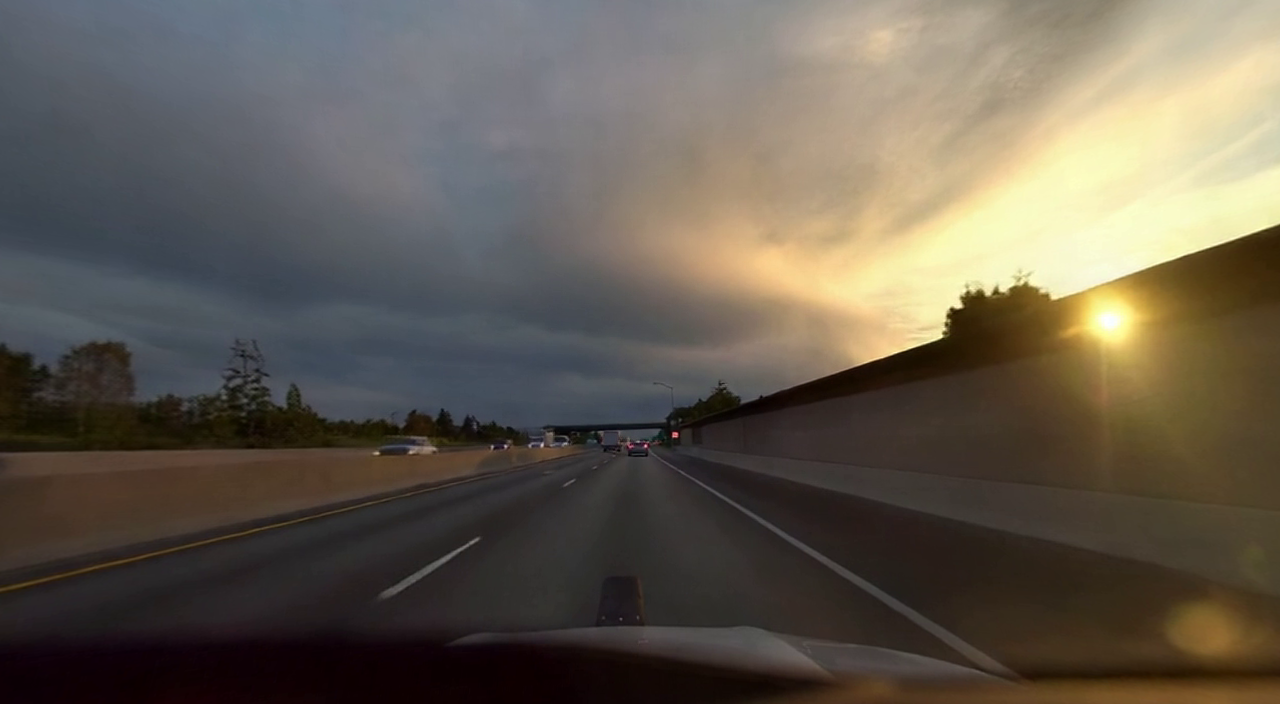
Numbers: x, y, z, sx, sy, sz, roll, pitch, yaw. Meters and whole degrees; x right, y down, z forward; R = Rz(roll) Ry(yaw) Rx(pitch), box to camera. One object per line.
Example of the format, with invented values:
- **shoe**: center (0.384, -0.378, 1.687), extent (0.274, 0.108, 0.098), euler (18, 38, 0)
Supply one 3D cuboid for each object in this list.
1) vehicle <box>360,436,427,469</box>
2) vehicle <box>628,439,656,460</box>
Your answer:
- **vehicle**: center (-14.994, 6.159, 38.652), extent (2.040, 1.854, 4.987), euler (0, -8, 0)
- **vehicle**: center (0.127, 7.381, 47.710), extent (2.030, 1.523, 4.114), euler (0, -8, 0)
